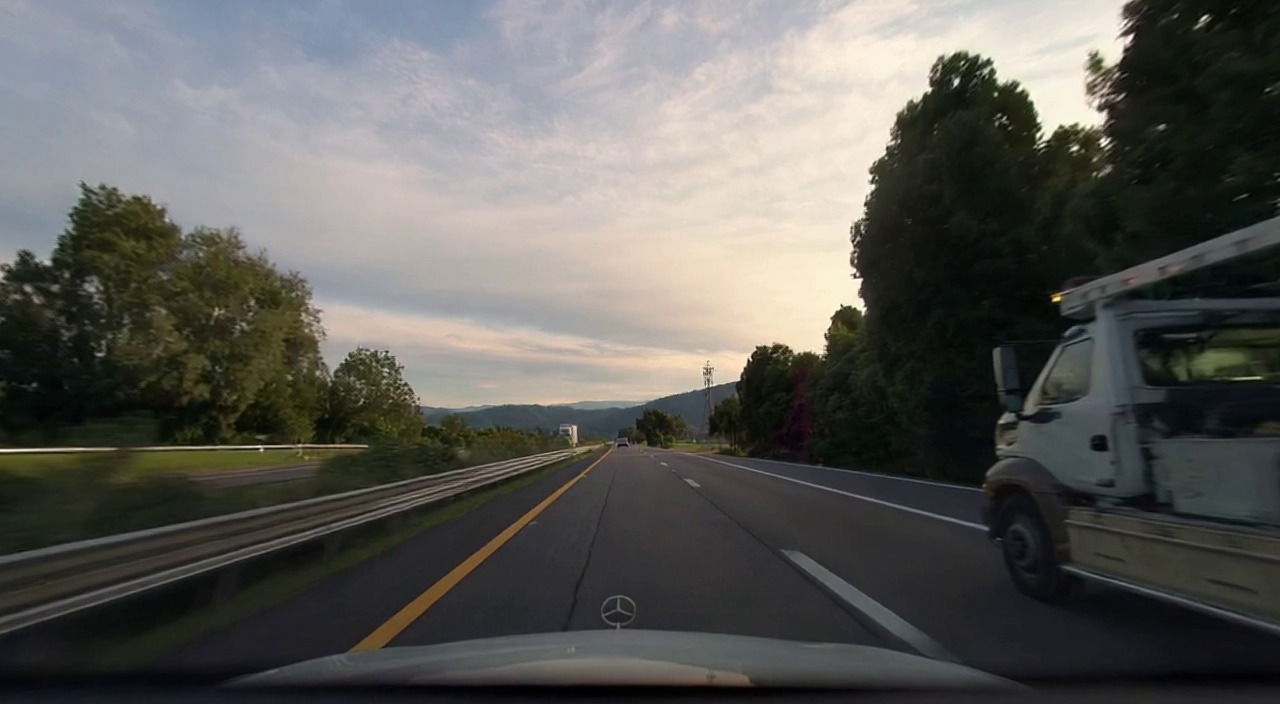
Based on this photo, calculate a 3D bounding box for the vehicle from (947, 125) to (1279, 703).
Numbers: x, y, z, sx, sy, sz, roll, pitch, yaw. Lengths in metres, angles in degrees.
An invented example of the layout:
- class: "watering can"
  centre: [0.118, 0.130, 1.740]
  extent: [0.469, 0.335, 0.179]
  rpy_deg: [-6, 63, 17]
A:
- class: "vehicle"
  centre: [3.837, 0.272, 1.862]
  extent: [2.444, 2.566, 6.403]
  rpy_deg: [0, -8, -1]
